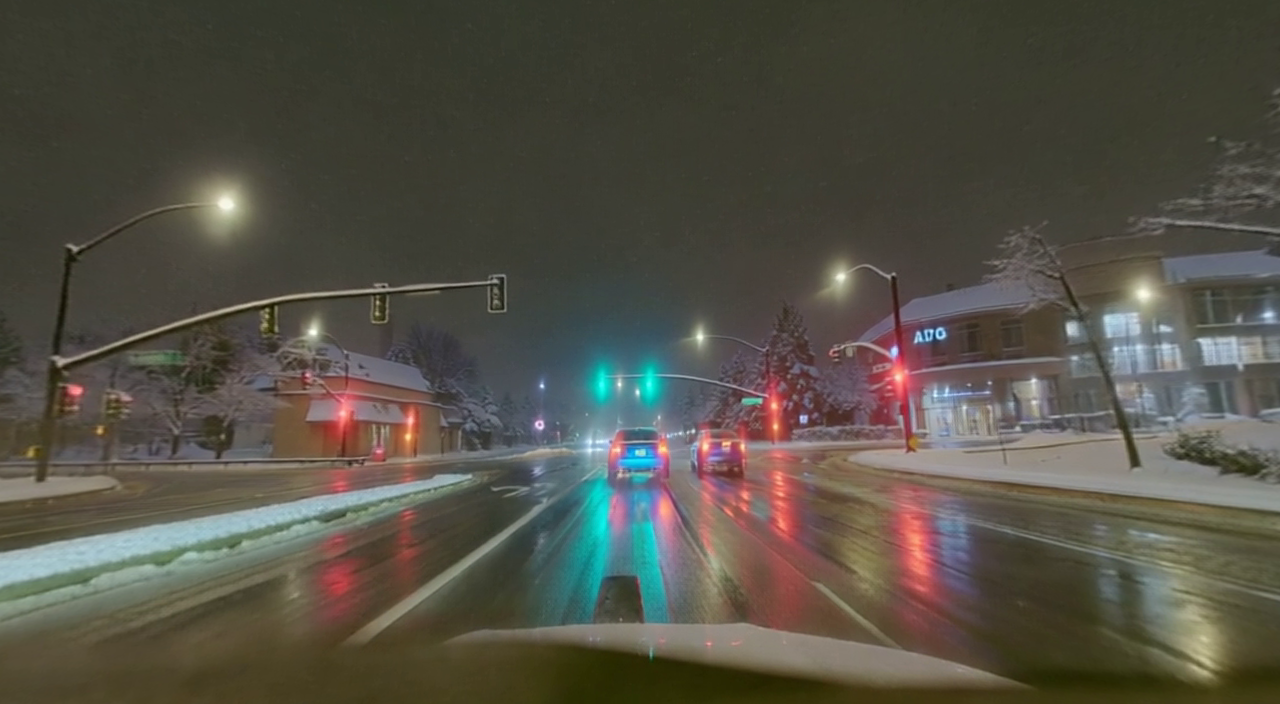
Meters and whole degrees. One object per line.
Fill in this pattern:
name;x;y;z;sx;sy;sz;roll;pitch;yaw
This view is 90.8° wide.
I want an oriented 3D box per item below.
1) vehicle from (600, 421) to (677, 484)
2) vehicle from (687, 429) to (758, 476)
vehicle;-0.144;3.506;22.280;2.413;1.939;4.716;0;-8;-2
vehicle;3.212;4.037;25.568;2.107;1.736;4.228;0;-8;-2
